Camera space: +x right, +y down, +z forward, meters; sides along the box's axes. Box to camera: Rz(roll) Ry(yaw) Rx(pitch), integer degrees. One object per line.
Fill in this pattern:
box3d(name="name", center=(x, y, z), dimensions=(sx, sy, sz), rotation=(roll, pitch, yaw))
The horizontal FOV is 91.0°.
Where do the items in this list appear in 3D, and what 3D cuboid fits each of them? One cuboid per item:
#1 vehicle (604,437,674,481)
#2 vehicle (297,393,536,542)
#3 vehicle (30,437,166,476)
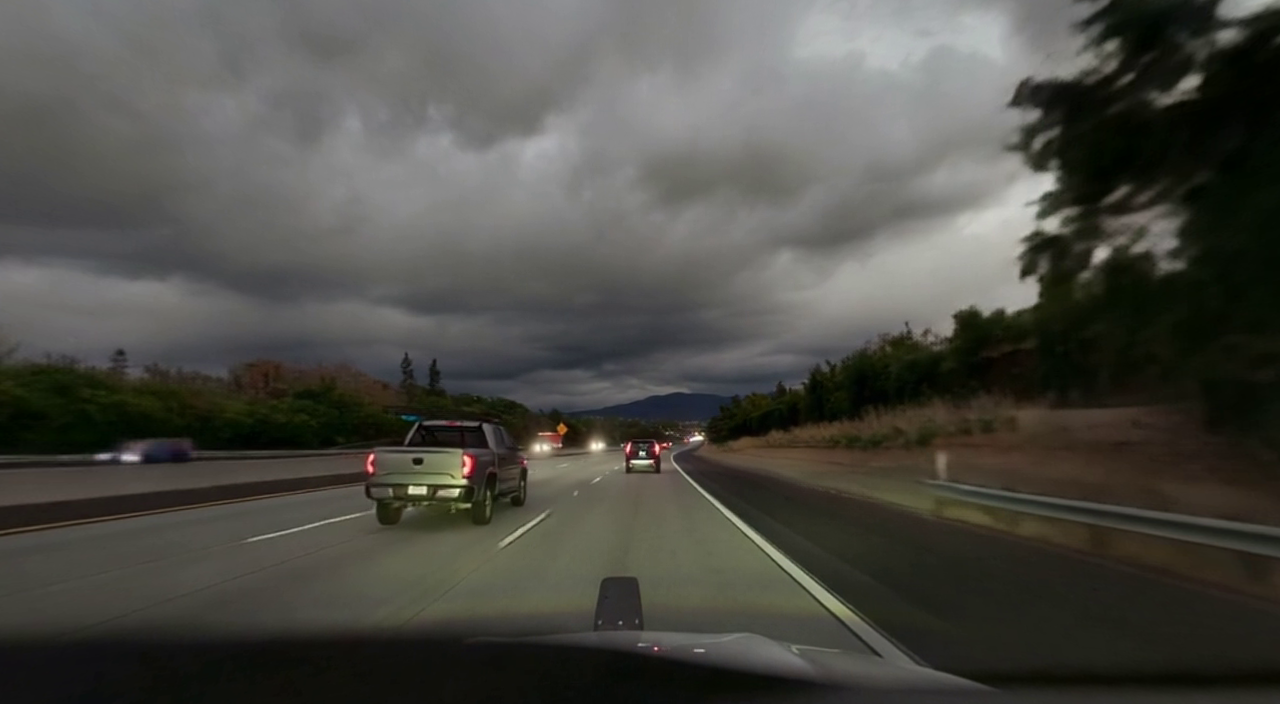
box3d(name="vehicle", center=(0.038, 4.515, 26.987), dimensions=(2.715, 1.669, 5.163), rotation=(0, -9, 1))
box3d(name="vehicle", center=(-3.365, 1.895, 10.839), dimensions=(2.250, 1.947, 4.860), rotation=(0, -9, 1))
box3d(name="vehicle", center=(-24.668, 4.769, 28.948), dimensions=(2.163, 1.584, 4.498), rotation=(0, -9, 2))
